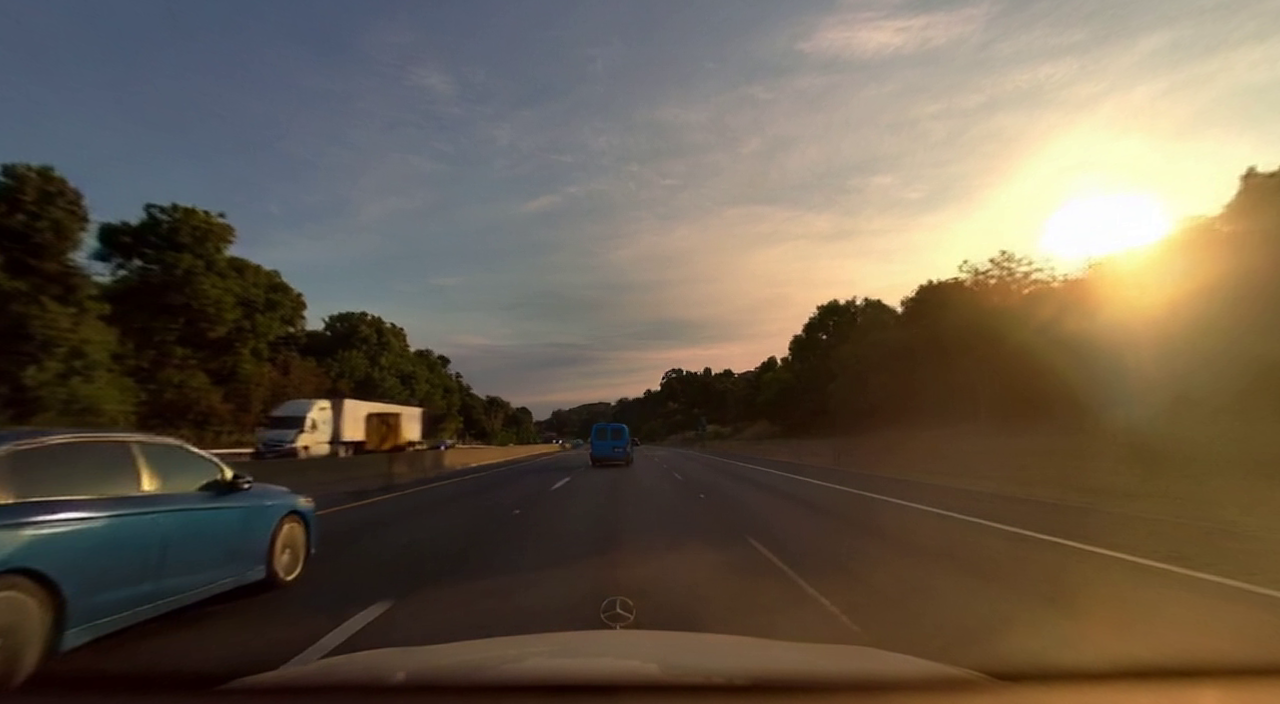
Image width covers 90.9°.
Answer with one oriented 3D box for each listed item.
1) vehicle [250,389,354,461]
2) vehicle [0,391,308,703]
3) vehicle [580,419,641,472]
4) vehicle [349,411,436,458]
[{"bbox_3d":[-20.125,4.439,37.984,2.975,4.001,5.822,0,-8,-1],"label":"vehicle"},{"bbox_3d":[-3.880,0.957,2.873,2.096,1.537,4.700,0,-7,1],"label":"vehicle"},{"bbox_3d":[-1.133,3.902,26.482,2.297,2.011,4.736,0,-8,0],"label":"vehicle"},{"bbox_3d":[-11.915,4.034,30.797,2.201,2.108,5.177,0,-8,-1],"label":"vehicle"}]
